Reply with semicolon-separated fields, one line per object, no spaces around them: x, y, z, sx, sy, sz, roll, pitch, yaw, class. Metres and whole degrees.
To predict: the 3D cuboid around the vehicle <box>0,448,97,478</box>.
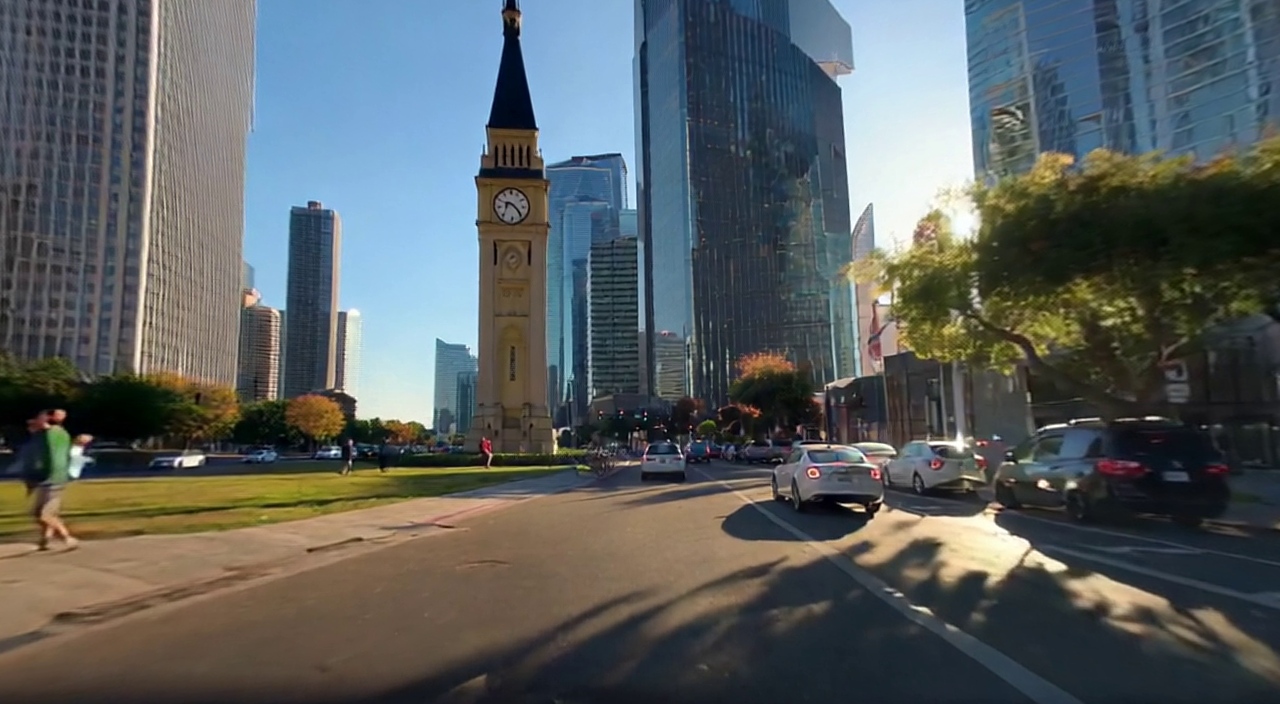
-39.365;7.379;42.248;2.034;1.862;5.122;1;-9;-9;vehicle

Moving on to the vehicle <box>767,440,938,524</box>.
4.325;2.726;13.850;2.116;1.500;4.702;0;-9;0;vehicle

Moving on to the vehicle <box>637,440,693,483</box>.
0.987;4.384;25.545;2.111;1.605;3.832;0;-9;2;vehicle

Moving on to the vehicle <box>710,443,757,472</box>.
5.462;6.246;37.493;1.981;1.572;4.718;0;-9;-1;vehicle

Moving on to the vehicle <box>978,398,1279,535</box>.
9.246;2.224;12.727;2.093;2.154;5.193;0;-9;2;vehicle
